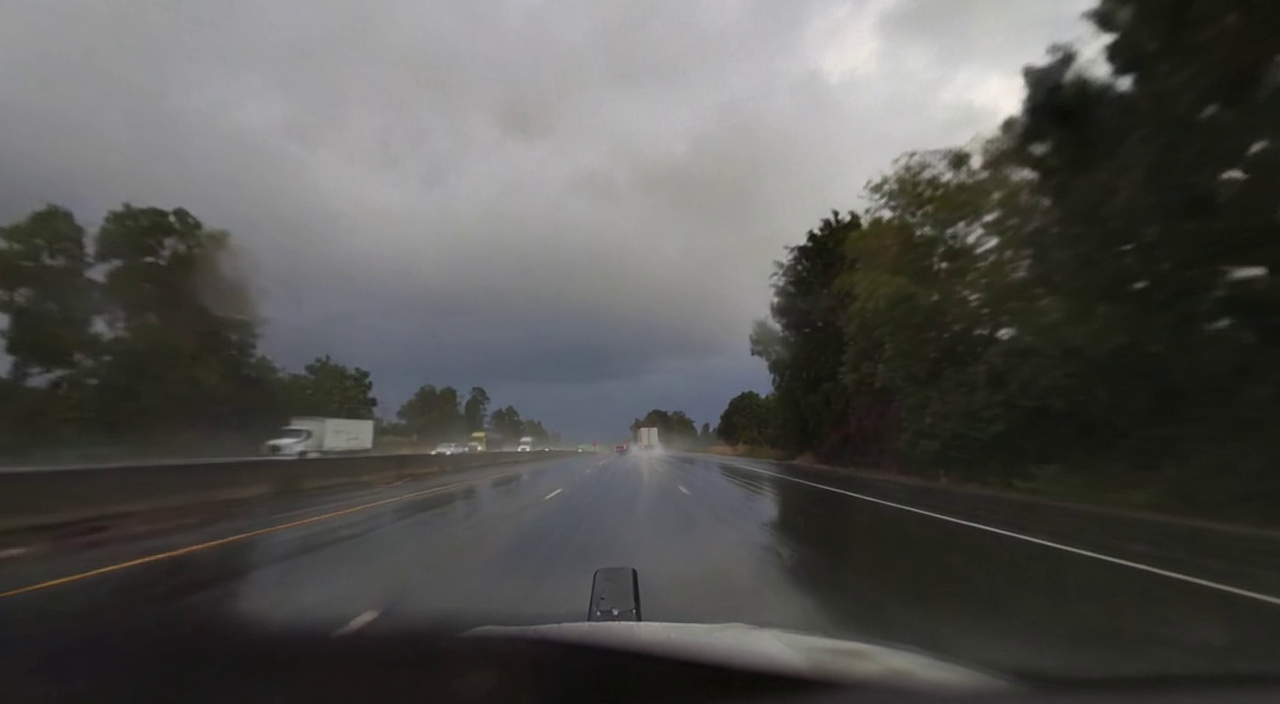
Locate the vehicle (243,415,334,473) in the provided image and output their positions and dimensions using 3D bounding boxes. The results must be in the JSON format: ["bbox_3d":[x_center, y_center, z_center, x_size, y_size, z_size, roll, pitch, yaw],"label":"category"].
[{"bbox_3d":[-24.342,6.442,44.027,2.940,3.748,5.874,0,-8,-1],"label":"vehicle"}]
